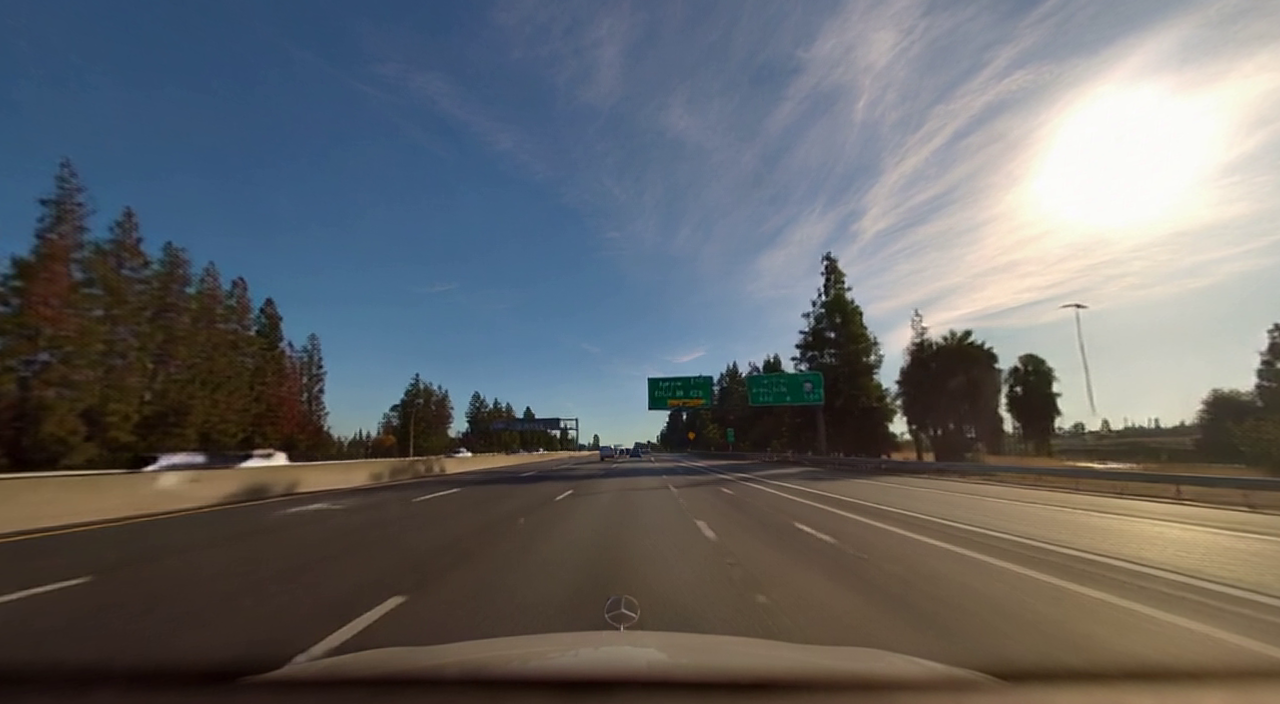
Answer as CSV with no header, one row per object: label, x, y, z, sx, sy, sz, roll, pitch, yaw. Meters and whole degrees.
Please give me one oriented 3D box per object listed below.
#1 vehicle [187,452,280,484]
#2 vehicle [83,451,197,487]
vehicle,-19.967,5.689,31.222,1.844,1.434,4.279,0,-9,-2
vehicle,-23.954,5.610,30.464,2.092,1.569,4.167,0,-9,0
